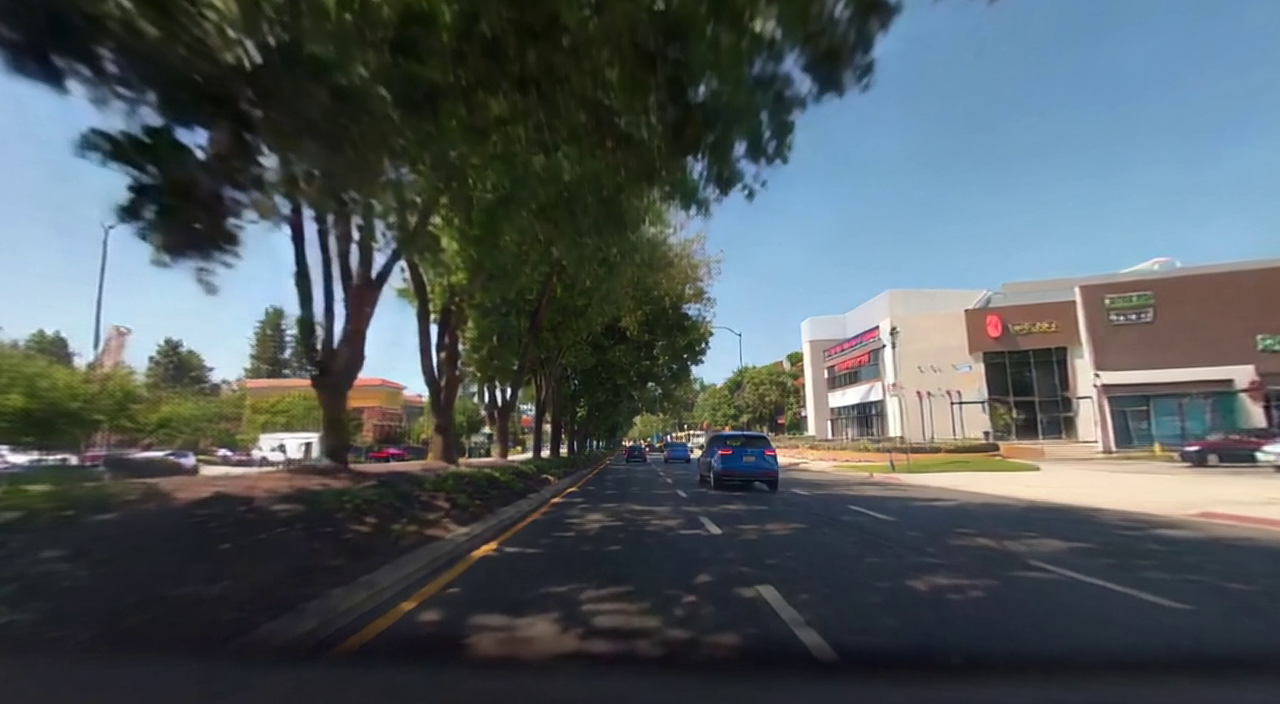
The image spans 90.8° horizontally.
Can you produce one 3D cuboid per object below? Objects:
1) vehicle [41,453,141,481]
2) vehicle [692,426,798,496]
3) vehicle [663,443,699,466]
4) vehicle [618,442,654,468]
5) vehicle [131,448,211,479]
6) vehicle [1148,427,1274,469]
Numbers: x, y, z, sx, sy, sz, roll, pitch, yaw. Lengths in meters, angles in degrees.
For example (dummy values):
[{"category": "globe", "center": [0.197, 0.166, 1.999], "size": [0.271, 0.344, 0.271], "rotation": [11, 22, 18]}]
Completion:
[{"category": "vehicle", "center": [-31.914, 6.676, 36.925], "size": [1.924, 1.430, 4.367], "rotation": [0, -8, -1]}, {"category": "vehicle", "center": [2.961, 3.196, 18.959], "size": [2.140, 1.811, 4.593], "rotation": [0, -8, -3]}, {"category": "vehicle", "center": [2.551, 6.550, 40.466], "size": [1.970, 1.402, 3.756], "rotation": [0, -8, -2]}, {"category": "vehicle", "center": [-0.276, 6.084, 37.342], "size": [2.056, 1.440, 3.798], "rotation": [0, -8, -1]}, {"category": "vehicle", "center": [-28.417, 6.725, 38.442], "size": [1.897, 1.704, 4.153], "rotation": [1, -8, -5]}, {"category": "vehicle", "center": [25.259, 4.275, 28.187], "size": [1.788, 1.741, 4.278], "rotation": [-1, -8, 5]}]
